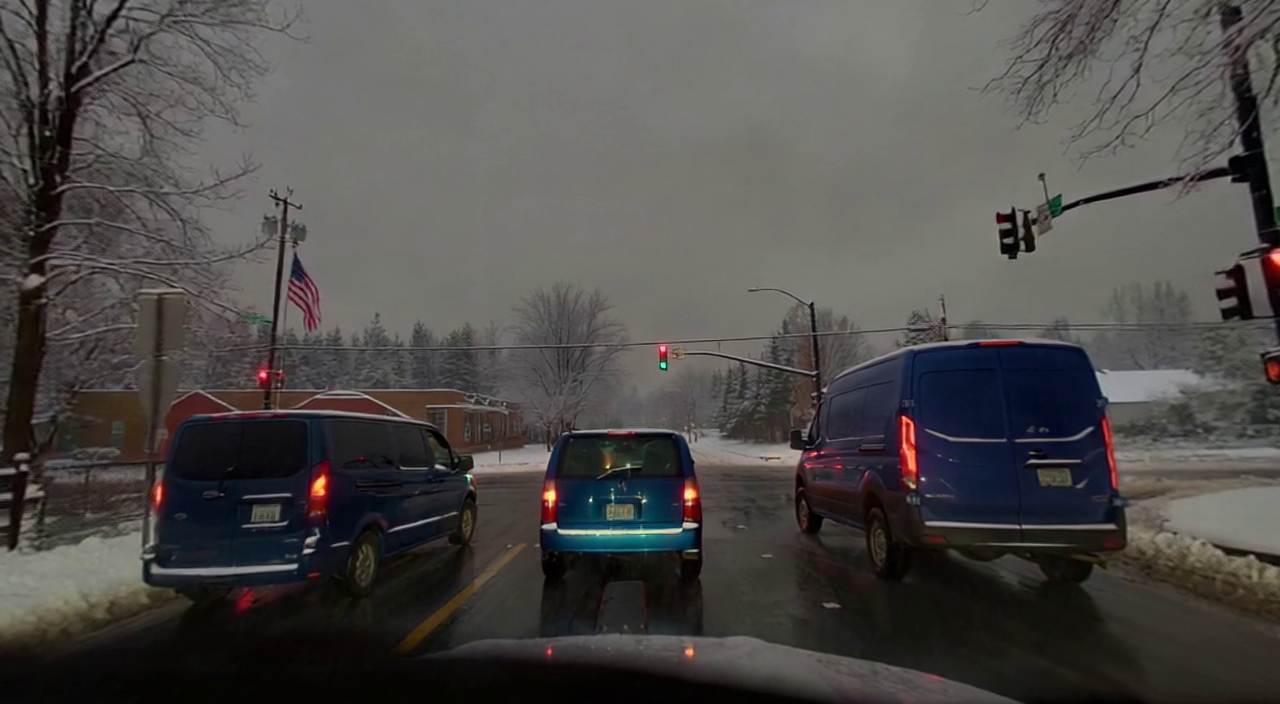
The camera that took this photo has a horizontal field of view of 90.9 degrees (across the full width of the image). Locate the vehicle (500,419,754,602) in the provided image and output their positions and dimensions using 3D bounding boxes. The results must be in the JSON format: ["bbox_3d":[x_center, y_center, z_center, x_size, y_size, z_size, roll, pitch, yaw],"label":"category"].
[{"bbox_3d":[-0.148,1.621,7.342,2.098,1.494,4.118,0,-9,-1],"label":"vehicle"}]

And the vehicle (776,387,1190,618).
[{"bbox_3d":[3.086,1.474,7.067,2.178,1.746,4.400,0,-9,1],"label":"vehicle"}]

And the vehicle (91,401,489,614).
[{"bbox_3d":[-3.306,1.542,7.117,2.024,1.677,3.998,-1,-9,3],"label":"vehicle"}]
